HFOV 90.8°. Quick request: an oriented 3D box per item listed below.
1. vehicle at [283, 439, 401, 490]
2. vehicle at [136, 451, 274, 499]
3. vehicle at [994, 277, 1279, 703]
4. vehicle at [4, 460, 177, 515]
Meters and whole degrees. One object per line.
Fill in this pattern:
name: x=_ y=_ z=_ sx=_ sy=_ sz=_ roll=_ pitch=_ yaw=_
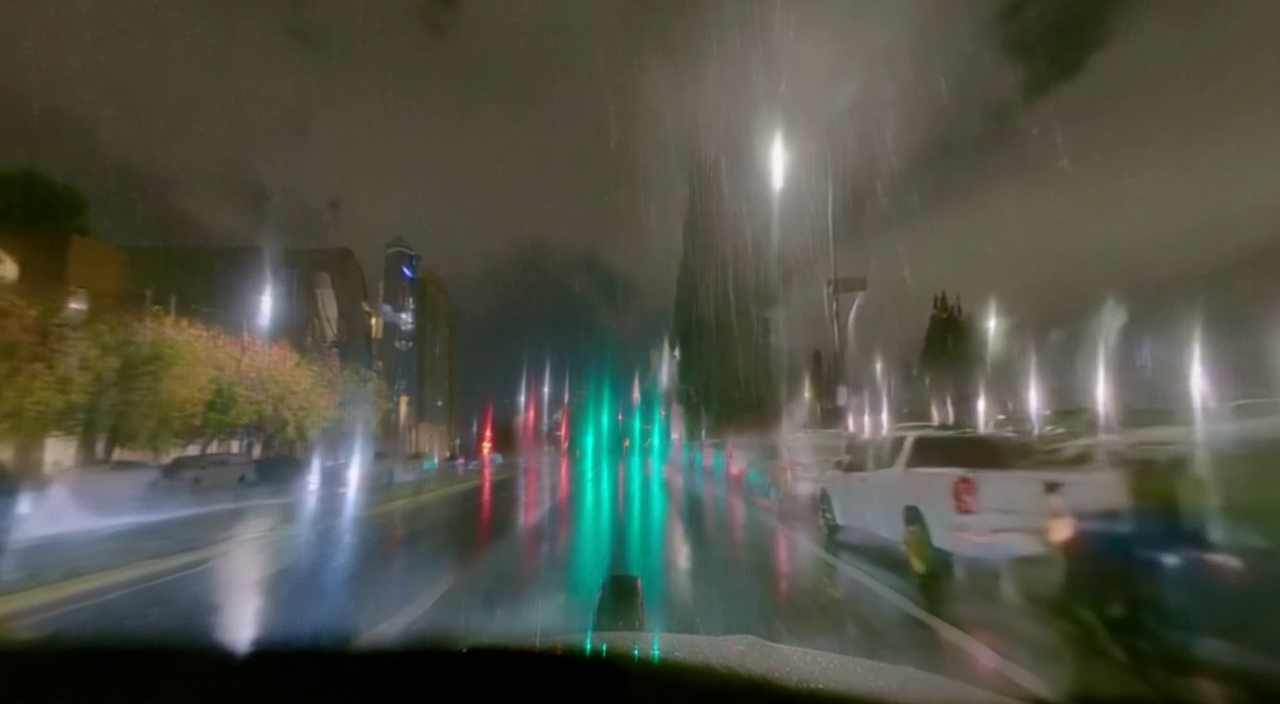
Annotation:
vehicle: x=-11.251 y=4.245 z=24.340 sx=2.127 sy=1.752 sz=4.889 roll=0 pitch=-8 yaw=0
vehicle: x=-18.085 y=5.096 z=26.714 sx=2.037 sy=1.694 sz=5.511 roll=0 pitch=-8 yaw=-1
vehicle: x=3.409 y=0.624 z=1.990 sx=1.935 sy=1.920 sz=4.397 roll=0 pitch=-8 yaw=-1
vehicle: x=-17.965 y=4.409 z=21.026 sx=1.780 sy=1.463 sz=4.573 roll=0 pitch=-8 yaw=-2
